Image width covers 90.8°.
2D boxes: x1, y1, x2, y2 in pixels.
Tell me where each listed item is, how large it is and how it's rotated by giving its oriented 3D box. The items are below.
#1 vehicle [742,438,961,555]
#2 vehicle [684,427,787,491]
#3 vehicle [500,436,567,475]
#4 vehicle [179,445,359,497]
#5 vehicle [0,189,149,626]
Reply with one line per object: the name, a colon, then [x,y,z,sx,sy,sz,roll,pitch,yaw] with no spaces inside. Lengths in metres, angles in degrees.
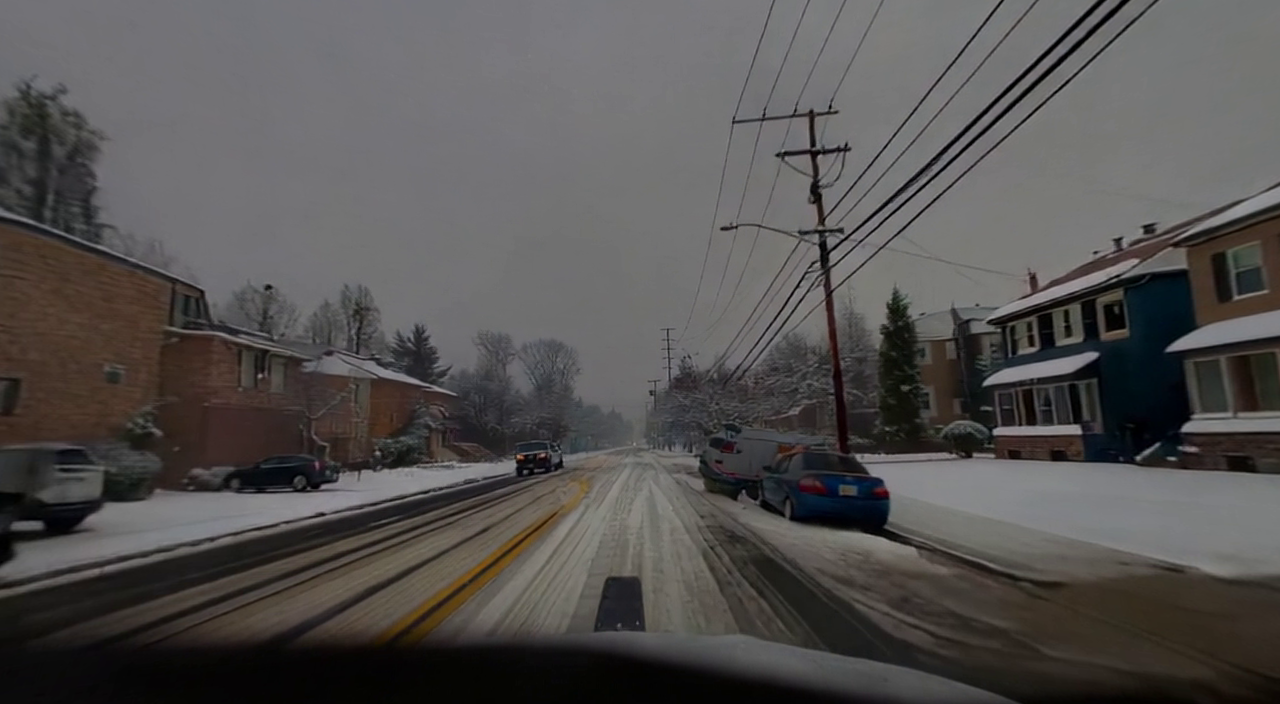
vehicle: [3.071,2.201,10.487,1.890,1.463,4.952,0,-9,0]
vehicle: [3.059,3.649,21.924,2.496,1.895,6.434,0,-9,-1]
vehicle: [-5.806,5.753,35.259,2.427,1.998,5.239,-1,-9,4]
vehicle: [-11.473,3.673,19.773,4.399,1.517,1.957,0,-9,1]
vehicle: [-6.376,0.170,2.034,3.197,3.187,7.847,-3,-6,2]
